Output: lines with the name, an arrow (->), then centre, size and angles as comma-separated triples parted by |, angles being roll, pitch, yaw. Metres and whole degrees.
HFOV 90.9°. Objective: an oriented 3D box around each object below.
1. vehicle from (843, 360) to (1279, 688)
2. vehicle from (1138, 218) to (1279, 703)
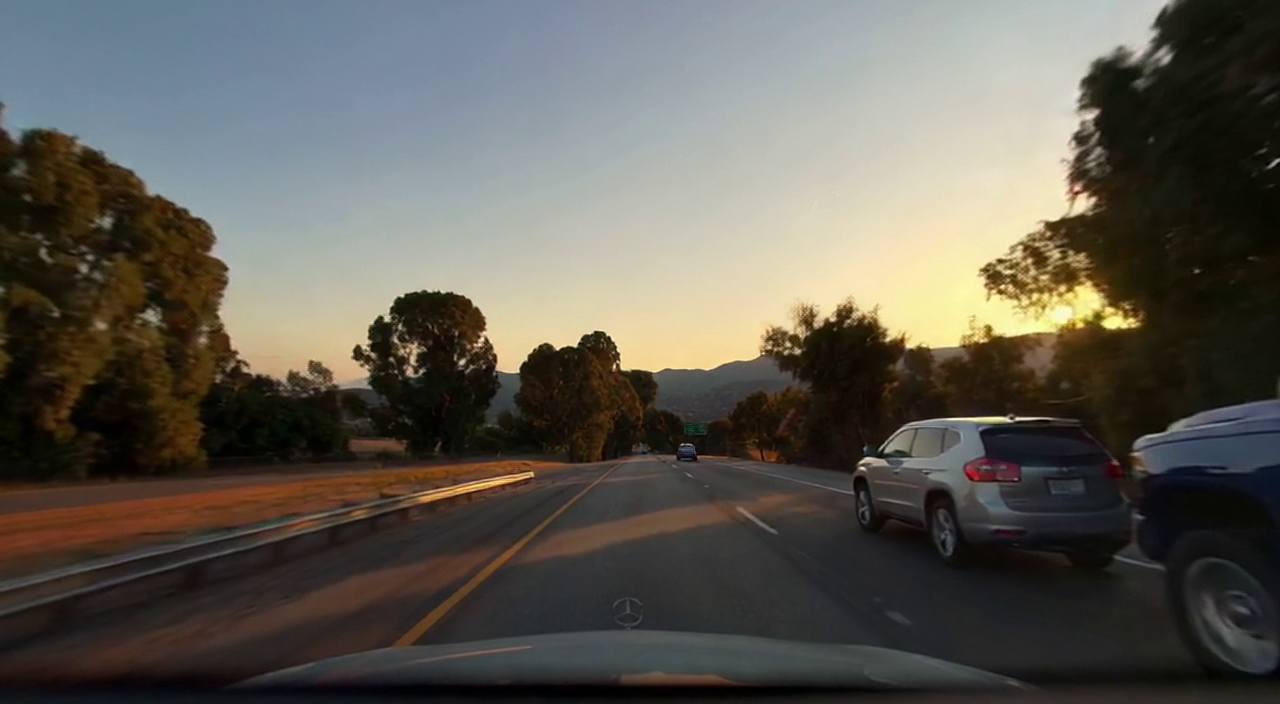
vehicle -> 4.011, 1.344, 6.323 | 2.070, 1.799, 5.584 | 0, -8, 0
vehicle -> 4.011, 0.393, 1.683 | 2.150, 2.344, 3.759 | 0, -8, 0
